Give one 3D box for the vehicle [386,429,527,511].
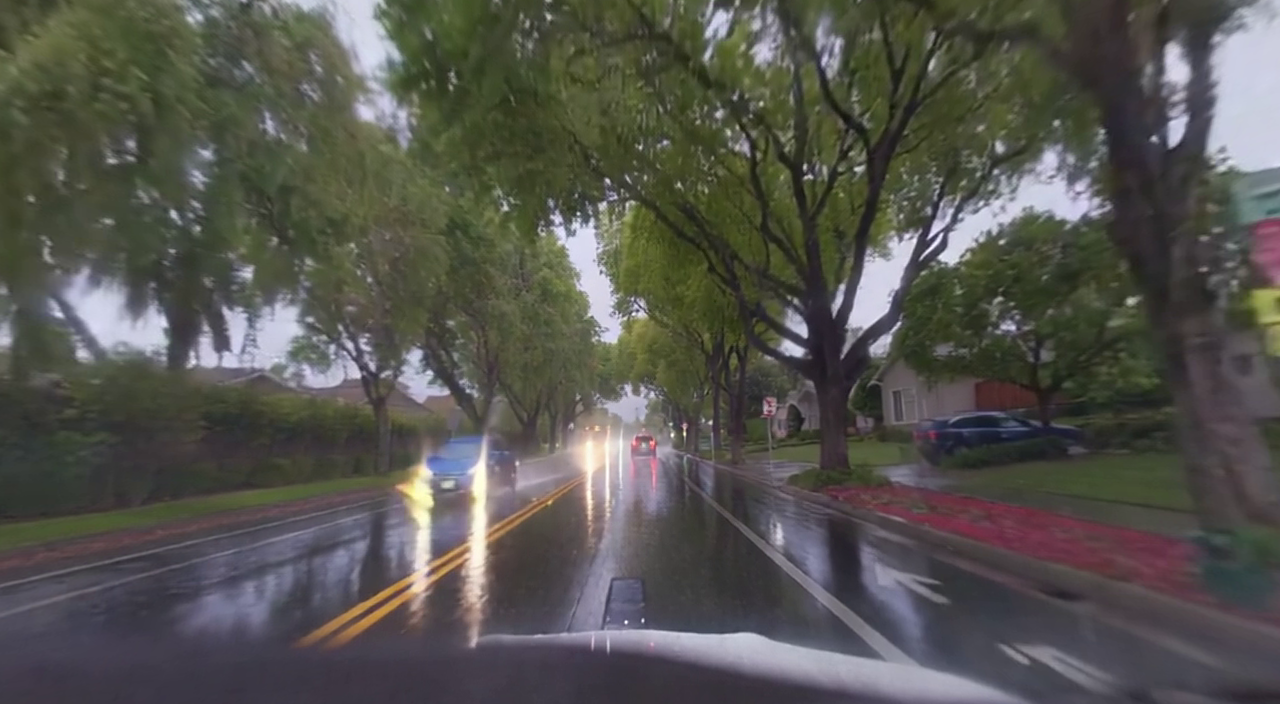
[{"bbox_3d":[-4.327,2.837,15.705,2.102,1.620,4.575,-3,-8,1],"label":"vehicle"}]
